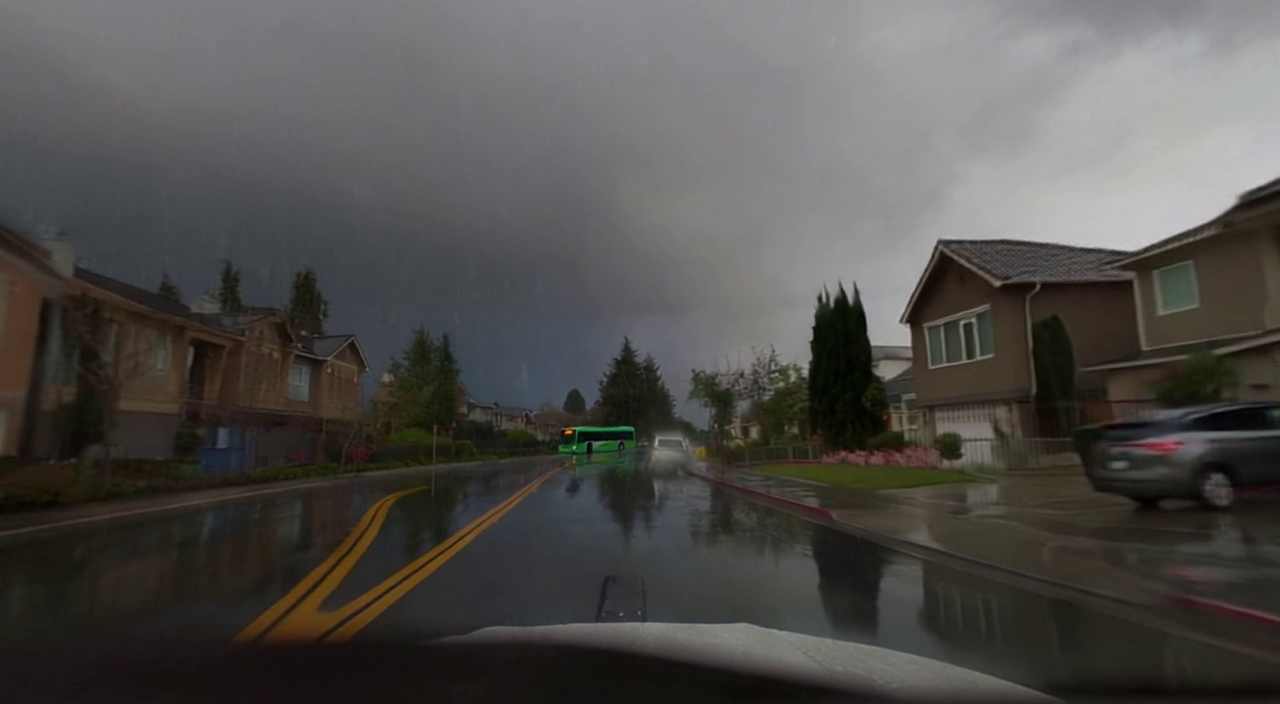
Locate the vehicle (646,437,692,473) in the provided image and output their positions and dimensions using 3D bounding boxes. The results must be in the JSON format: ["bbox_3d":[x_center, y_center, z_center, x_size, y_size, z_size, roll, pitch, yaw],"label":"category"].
[{"bbox_3d":[1.307,4.922,30.458,1.984,1.601,3.994,0,-9,-1],"label":"vehicle"}]

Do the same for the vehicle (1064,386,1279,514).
[{"bbox_3d":[8.349,1.298,8.452,4.047,1.486,1.858,1,-9,-4],"label":"vehicle"}]
